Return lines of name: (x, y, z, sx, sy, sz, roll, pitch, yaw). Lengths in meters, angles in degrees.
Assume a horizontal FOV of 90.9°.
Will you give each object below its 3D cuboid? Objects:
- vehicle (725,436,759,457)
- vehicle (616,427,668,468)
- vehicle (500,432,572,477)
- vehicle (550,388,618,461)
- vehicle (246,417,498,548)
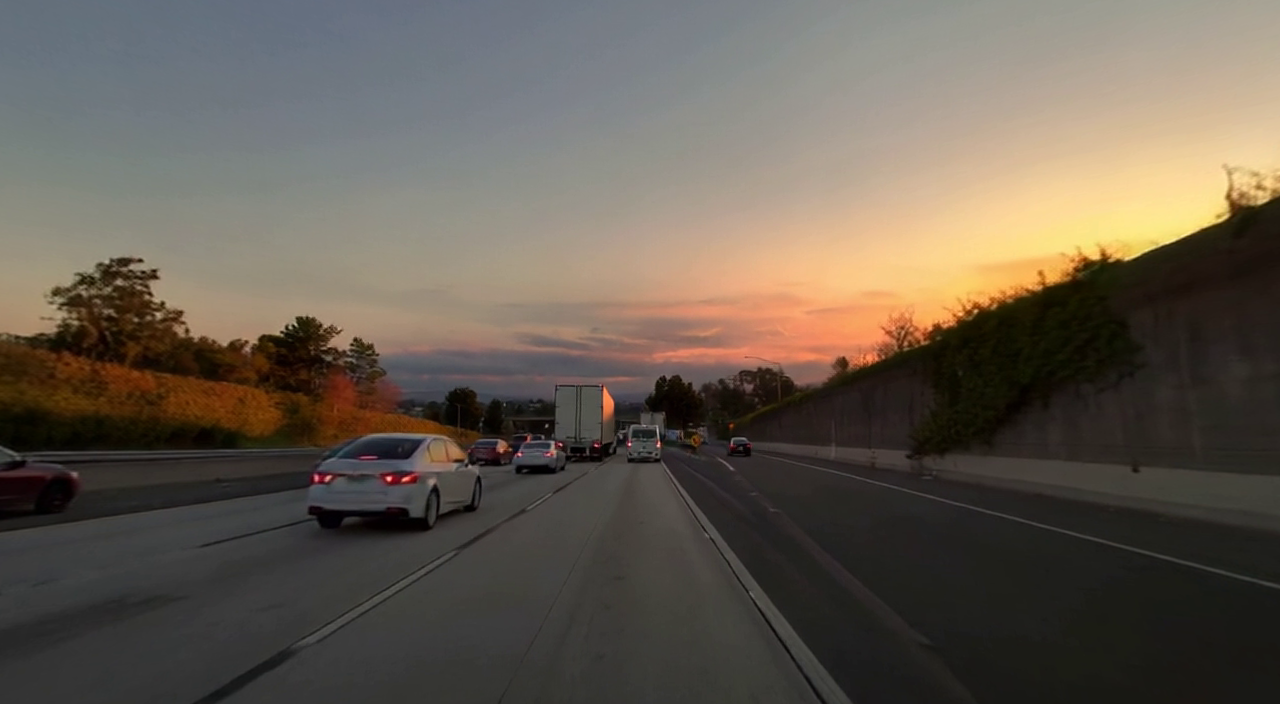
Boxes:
vehicle: (7.534, 7.048, 46.978, 2.176, 1.493, 3.955, -1, -8, 4)
vehicle: (0.096, 4.595, 30.428, 2.325, 1.864, 4.128, 0, -8, 1)
vehicle: (-4.005, 4.016, 25.015, 2.124, 1.627, 3.863, 0, -8, 1)
vehicle: (-3.701, 5.660, 46.719, 3.348, 4.469, 16.443, 0, -9, 1)
vehicle: (-3.780, 1.920, 10.010, 1.866, 1.568, 4.603, 0, -8, 2)
